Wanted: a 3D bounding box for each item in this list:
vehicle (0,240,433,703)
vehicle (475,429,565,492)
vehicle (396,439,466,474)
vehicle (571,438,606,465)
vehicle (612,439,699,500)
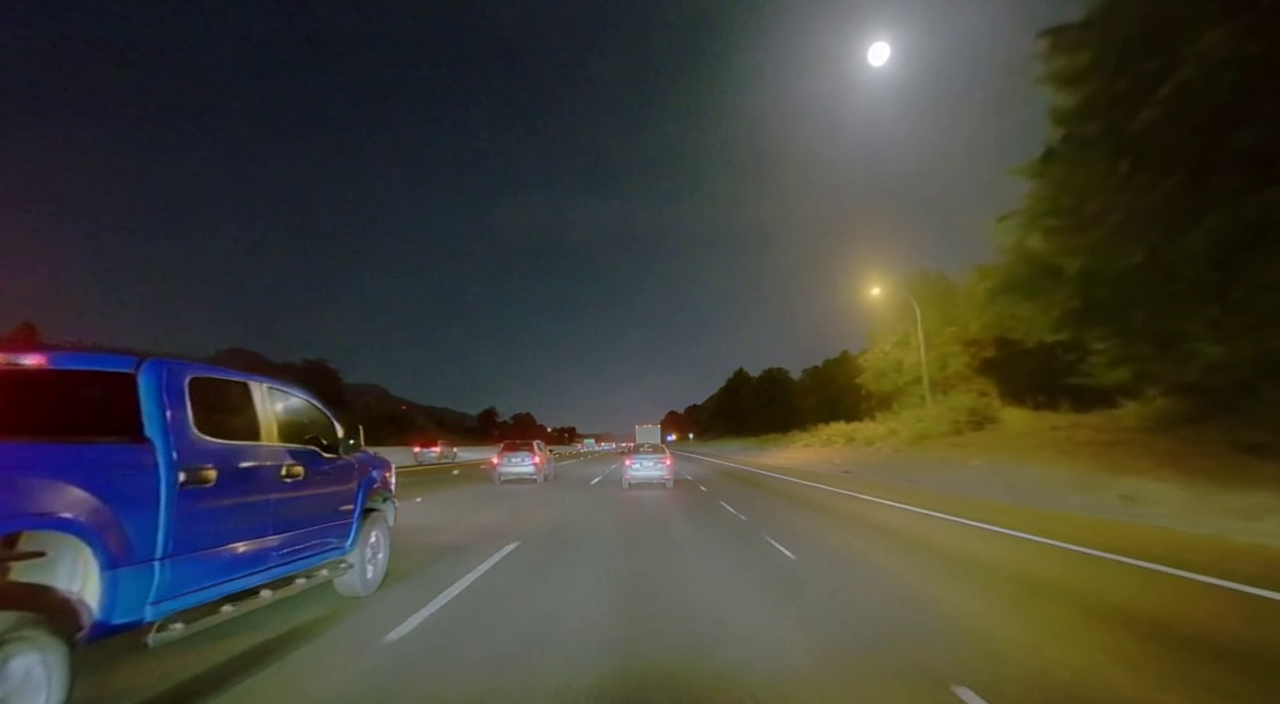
[{"bbox_3d":[-3.413,0.850,3.699,2.269,2.060,5.933,0,-8,1],"label":"vehicle"},{"bbox_3d":[-3.604,3.348,19.790,1.903,1.721,4.210,0,-8,1],"label":"vehicle"},{"bbox_3d":[-10.384,5.217,31.715,1.941,1.602,4.277,0,-8,2],"label":"vehicle"},{"bbox_3d":[-3.285,6.465,41.140,1.897,1.646,4.049,0,-8,1],"label":"vehicle"},{"bbox_3d":[0.372,3.093,17.015,2.054,1.421,4.090,0,-8,0],"label":"vehicle"}]
